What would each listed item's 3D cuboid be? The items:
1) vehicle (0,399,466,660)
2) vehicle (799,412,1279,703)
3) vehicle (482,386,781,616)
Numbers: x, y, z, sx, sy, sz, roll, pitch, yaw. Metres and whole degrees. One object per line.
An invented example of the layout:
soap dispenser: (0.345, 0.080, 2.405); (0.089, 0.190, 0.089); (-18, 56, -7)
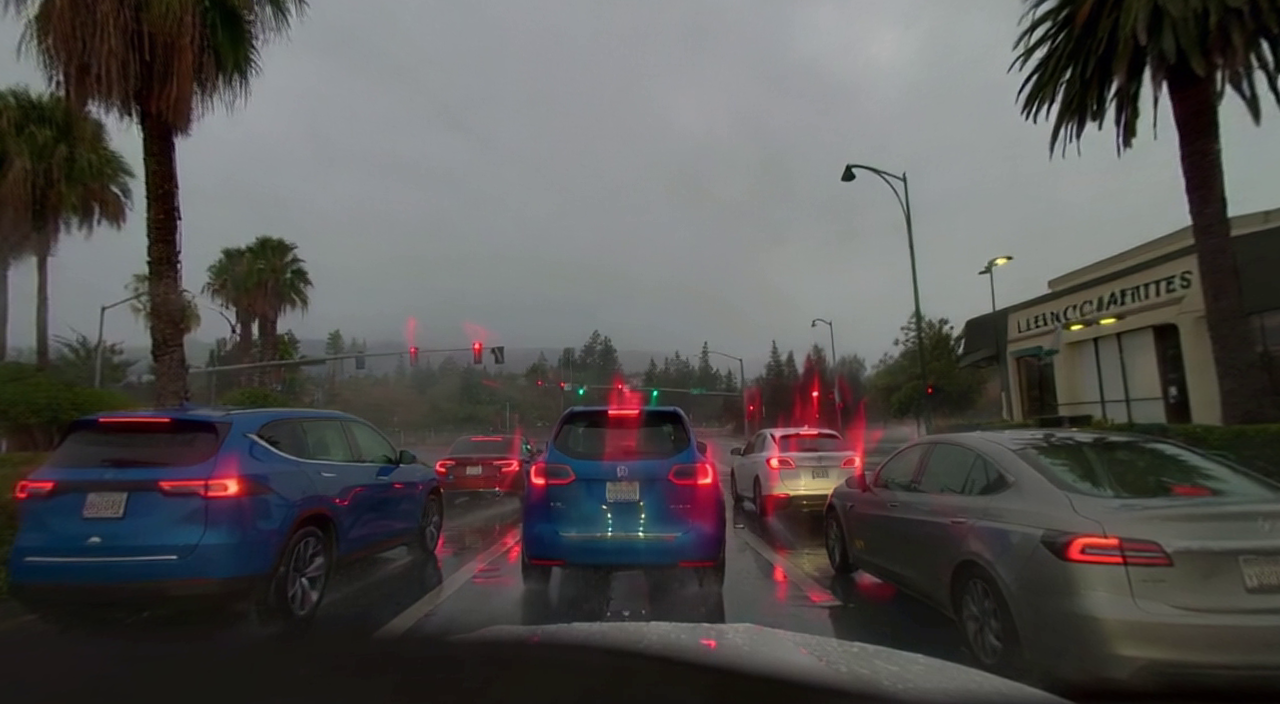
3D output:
vehicle: (-3.355, 1.386, 6.050); (2.014, 1.534, 4.455); (0, -8, 1)
vehicle: (2.966, 1.370, 5.256); (2.017, 1.491, 4.611); (0, -8, -1)
vehicle: (-0.128, 1.460, 7.098); (2.280, 1.747, 4.361); (0, -8, -2)
